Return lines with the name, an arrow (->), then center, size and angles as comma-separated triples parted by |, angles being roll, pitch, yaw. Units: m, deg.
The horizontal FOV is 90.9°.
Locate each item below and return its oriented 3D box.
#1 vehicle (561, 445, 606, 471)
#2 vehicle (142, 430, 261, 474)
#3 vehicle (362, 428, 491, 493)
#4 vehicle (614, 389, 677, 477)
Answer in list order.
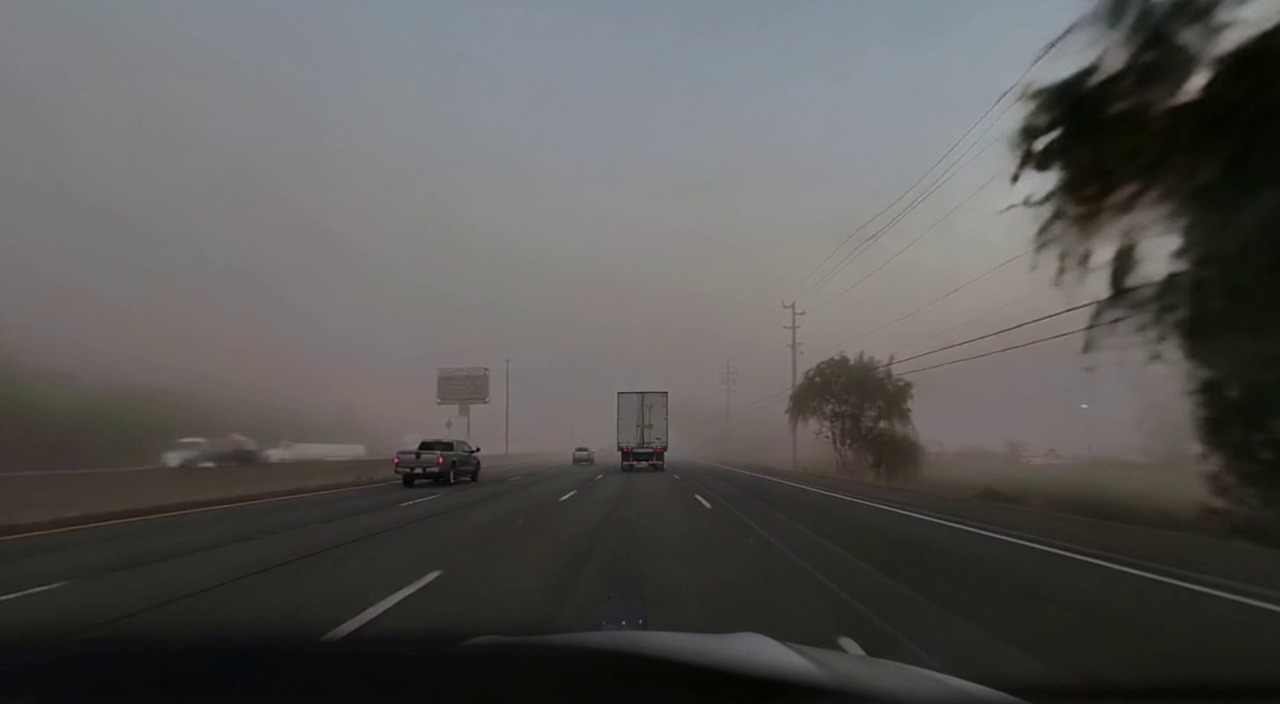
vehicle -> -3.464, 6.602, 39.502 | 2.138, 1.469, 4.677 | -1, -8, 3
vehicle -> -32.583, 7.487, 47.417 | 3.069, 3.009, 8.042 | -1, -8, 1
vehicle -> -7.109, 3.691, 21.851 | 2.263, 1.936, 5.802 | -1, -8, 2
vehicle -> 0.412, 4.586, 35.010 | 2.879, 4.027, 11.243 | -1, -8, 2
